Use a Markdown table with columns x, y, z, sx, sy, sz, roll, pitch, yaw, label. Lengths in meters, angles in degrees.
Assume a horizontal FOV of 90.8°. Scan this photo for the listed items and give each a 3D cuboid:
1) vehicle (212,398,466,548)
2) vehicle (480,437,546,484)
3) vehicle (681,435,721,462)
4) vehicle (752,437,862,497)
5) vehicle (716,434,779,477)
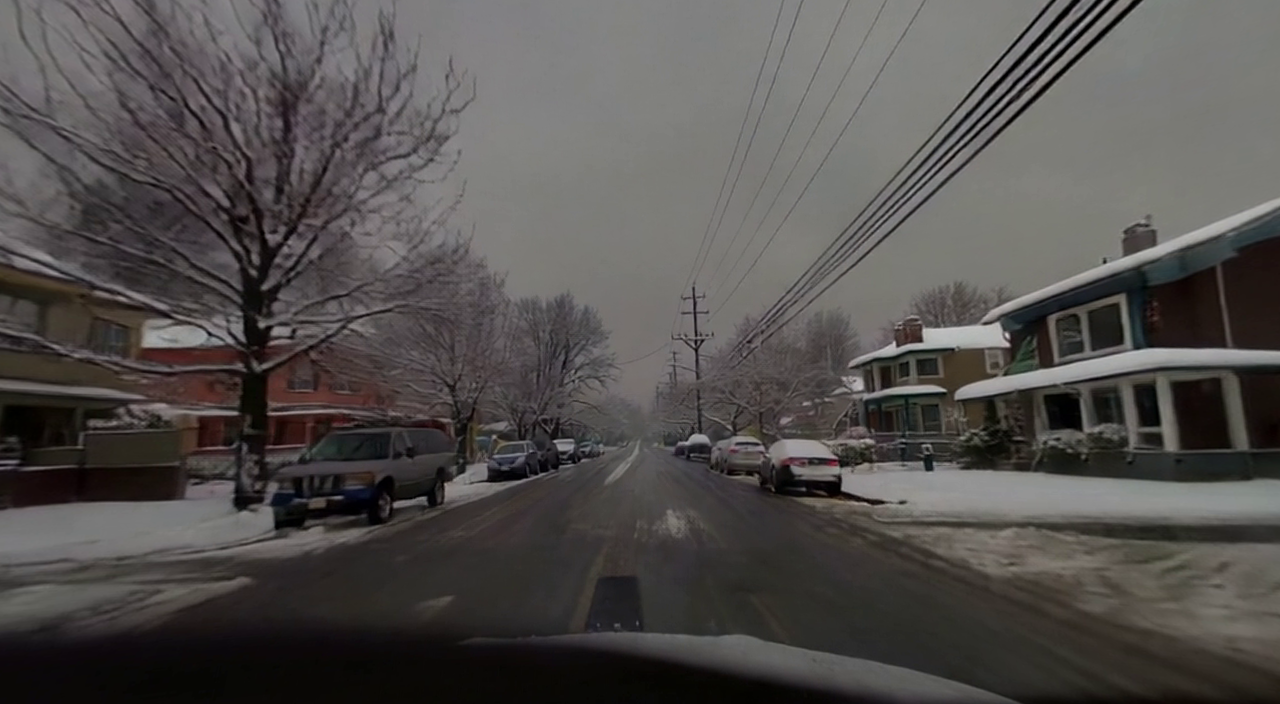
| x | y | z | sx | sy | sz | roll | pitch | yaw | label |
| --- | --- | --- | --- | --- | --- | --- | --- | --- | --- |
| -5.262 | 2.201 | 12.272 | 2.242 | 2.135 | 5.566 | -2 | -8 | 0 | vehicle |
| -5.263 | 4.501 | 26.680 | 1.873 | 1.709 | 4.206 | -4 | -8 | 0 | vehicle |
| 4.443 | 7.132 | 46.907 | 2.279 | 1.848 | 5.577 | 0 | -8 | -2 | vehicle |
| 4.436 | 3.111 | 17.527 | 1.893 | 1.437 | 4.369 | 0 | -8 | 0 | vehicle |
| 4.390 | 4.295 | 26.514 | 1.979 | 1.620 | 4.684 | 0 | -8 | 2 | vehicle |
